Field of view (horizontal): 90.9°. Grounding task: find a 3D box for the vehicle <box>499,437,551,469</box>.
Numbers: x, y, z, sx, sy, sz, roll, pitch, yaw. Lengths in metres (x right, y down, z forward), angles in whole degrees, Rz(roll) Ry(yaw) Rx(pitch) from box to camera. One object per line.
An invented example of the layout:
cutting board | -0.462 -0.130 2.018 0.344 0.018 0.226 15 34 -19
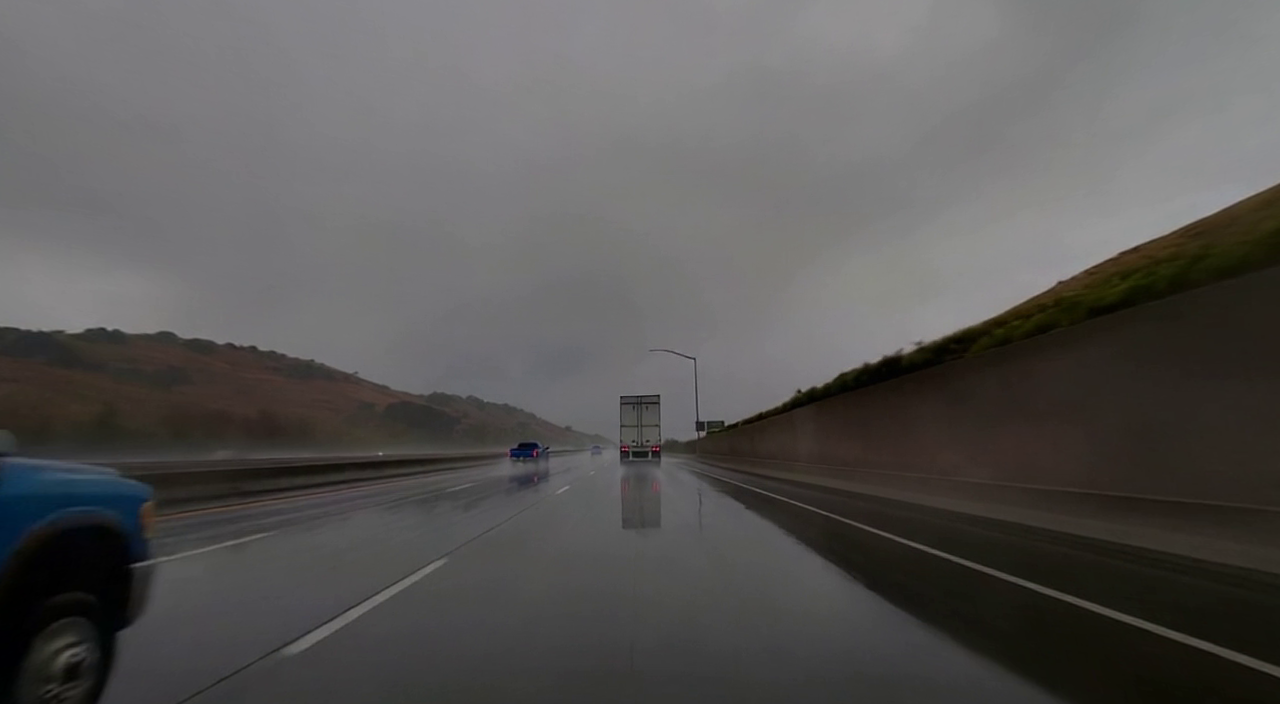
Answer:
vehicle | -6.995 6.222 39.106 2.113 1.837 5.339 0 -8 1

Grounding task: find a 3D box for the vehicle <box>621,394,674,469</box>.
vehicle | 0.507 5.601 43.245 2.951 4.229 15.519 0 -8 1
